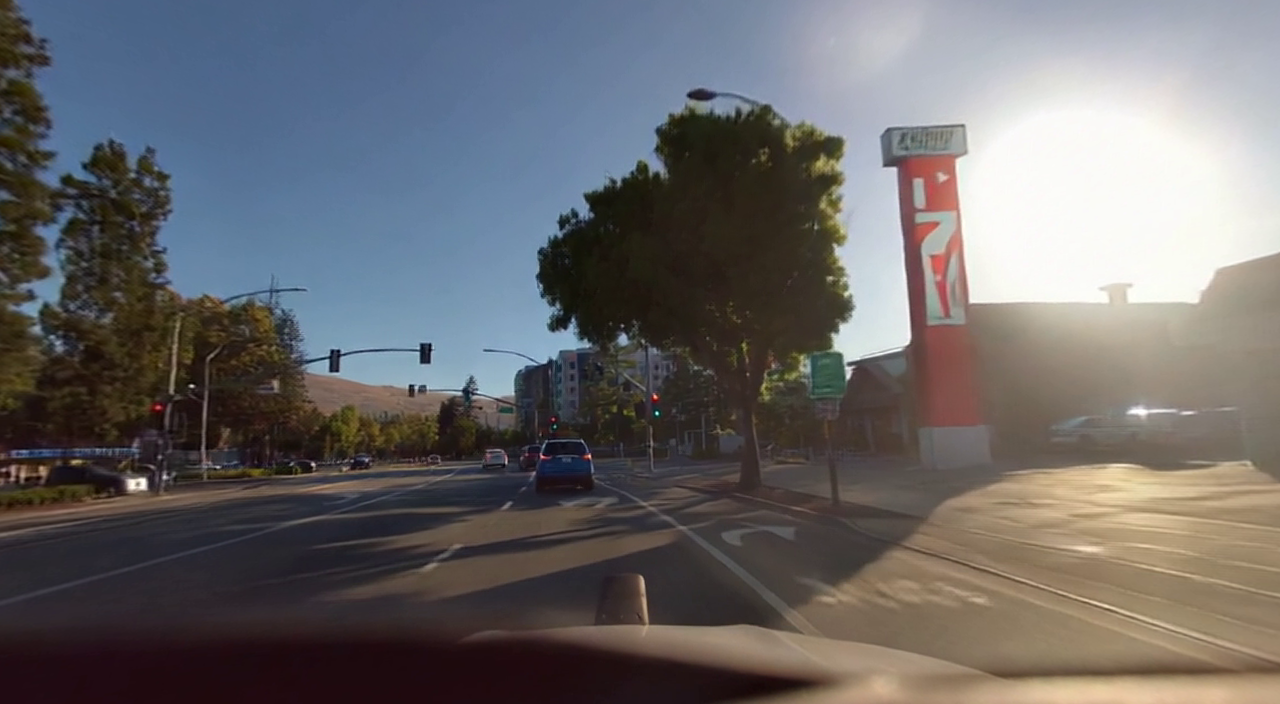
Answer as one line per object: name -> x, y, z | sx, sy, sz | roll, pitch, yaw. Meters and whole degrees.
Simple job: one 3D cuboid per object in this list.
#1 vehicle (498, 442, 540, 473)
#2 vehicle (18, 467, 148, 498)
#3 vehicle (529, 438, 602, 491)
vehicle -> -8.225, 7.104, 42.683 | 2.067, 1.947, 4.628 | 4, -9, -19
vehicle -> -30.850, 7.245, 35.183 | 4.804, 1.544, 2.244 | 4, -9, -18
vehicle -> -2.819, 4.057, 23.083 | 2.227, 1.733, 3.930 | 2, -9, -12
